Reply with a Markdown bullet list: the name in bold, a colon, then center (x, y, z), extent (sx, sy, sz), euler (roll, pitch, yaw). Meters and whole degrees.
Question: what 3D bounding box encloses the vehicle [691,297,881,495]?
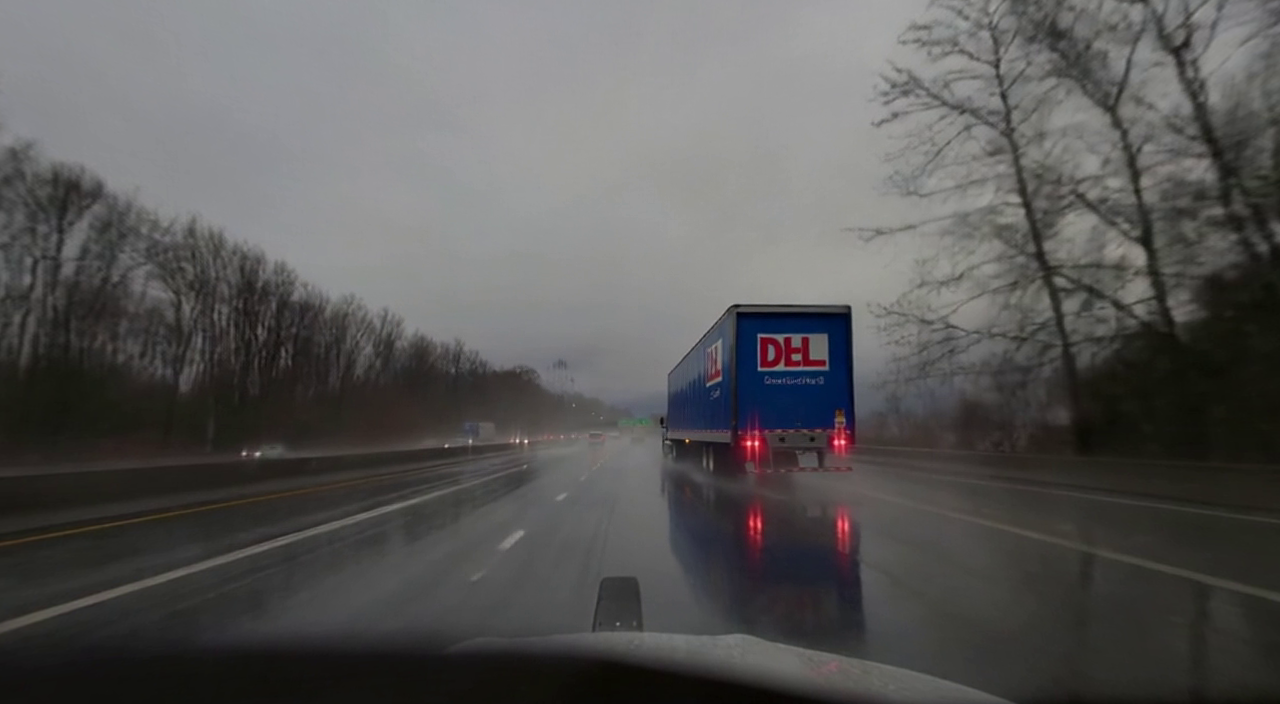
- **vehicle**: center (3.448, 1.481, 17.832), extent (3.011, 4.211, 8.926), euler (0, -8, -1)
